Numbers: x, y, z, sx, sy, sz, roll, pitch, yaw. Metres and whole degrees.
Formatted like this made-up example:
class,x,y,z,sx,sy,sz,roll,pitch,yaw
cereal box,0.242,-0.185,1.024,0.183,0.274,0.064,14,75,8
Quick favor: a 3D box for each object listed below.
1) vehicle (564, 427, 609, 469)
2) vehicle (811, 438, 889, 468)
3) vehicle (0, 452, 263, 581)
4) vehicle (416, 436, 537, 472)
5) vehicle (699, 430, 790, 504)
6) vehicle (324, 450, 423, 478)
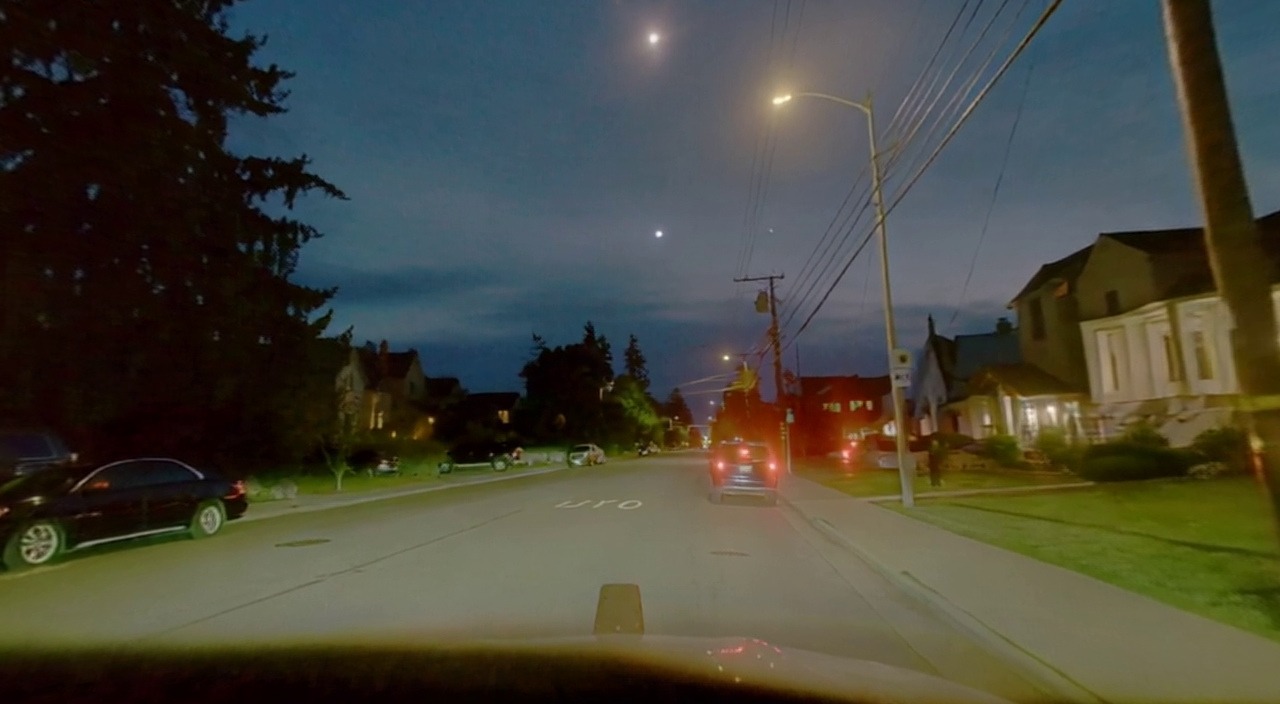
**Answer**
class,x,y,z,sx,sy,sz,roll,pitch,yaw
vehicle,-3.883,7.192,47.269,2.199,2.902,5.848,-1,-9,7
vehicle,12.399,5.991,37.568,4.075,1.674,1.811,-1,-9,8
vehicle,-8.180,2.240,9.370,1.968,1.449,4.502,-1,-9,8
vehicle,-9.585,6.011,37.360,6.488,2.009,2.354,-1,-9,7
vehicle,2.478,2.706,15.194,1.908,1.572,3.105,-1,-9,8
vehicle,-14.180,5.962,33.735,4.481,1.420,1.712,0,-9,3
